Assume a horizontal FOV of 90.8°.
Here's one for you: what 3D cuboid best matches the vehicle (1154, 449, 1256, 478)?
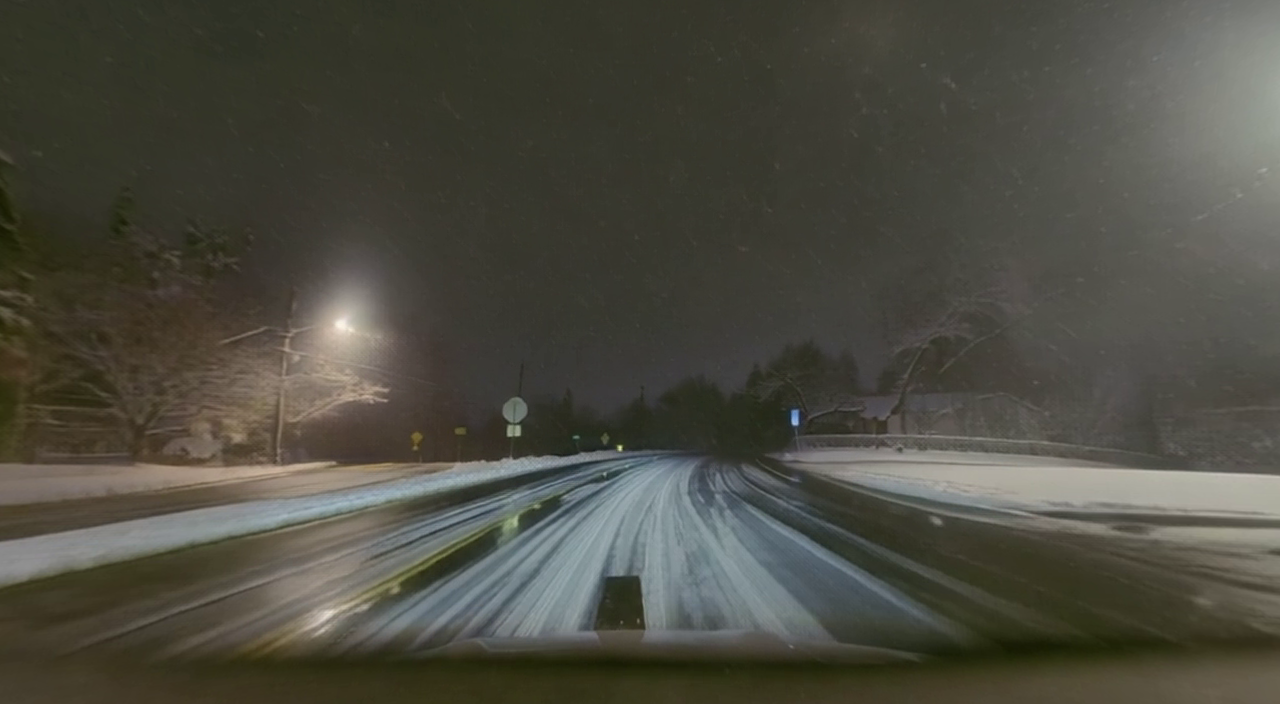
[{"bbox_3d":[30.495,6.105,34.338,1.807,1.443,4.905,0,-11,12],"label":"vehicle"}]
